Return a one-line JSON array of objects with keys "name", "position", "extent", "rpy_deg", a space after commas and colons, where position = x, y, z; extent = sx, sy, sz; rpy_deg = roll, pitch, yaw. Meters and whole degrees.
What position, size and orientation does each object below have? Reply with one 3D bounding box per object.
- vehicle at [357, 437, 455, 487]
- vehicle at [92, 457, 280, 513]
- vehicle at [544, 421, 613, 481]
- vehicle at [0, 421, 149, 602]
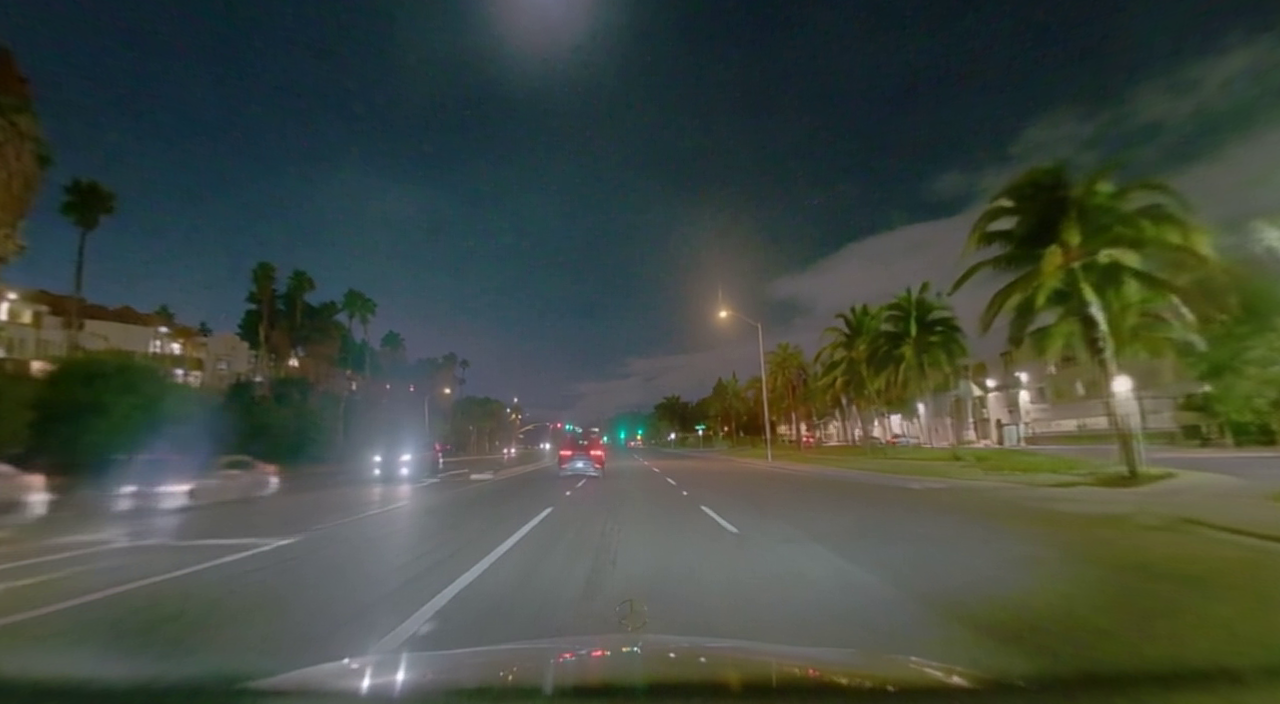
[{"name": "vehicle", "position": [-8.824, 4.170, 24.146], "extent": [2.114, 1.698, 4.415], "rpy_deg": [0, -9, -1]}, {"name": "vehicle", "position": [-12.229, 3.587, 17.364], "extent": [1.975, 1.248, 4.394], "rpy_deg": [0, -8, -1]}, {"name": "vehicle", "position": [-2.502, 4.080, 26.106], "extent": [2.507, 2.161, 6.049], "rpy_deg": [1, -9, -5]}, {"name": "vehicle", "position": [-6.647, 1.326, 5.008], "extent": [2.016, 1.576, 4.215], "rpy_deg": [0, -9, 0]}]
